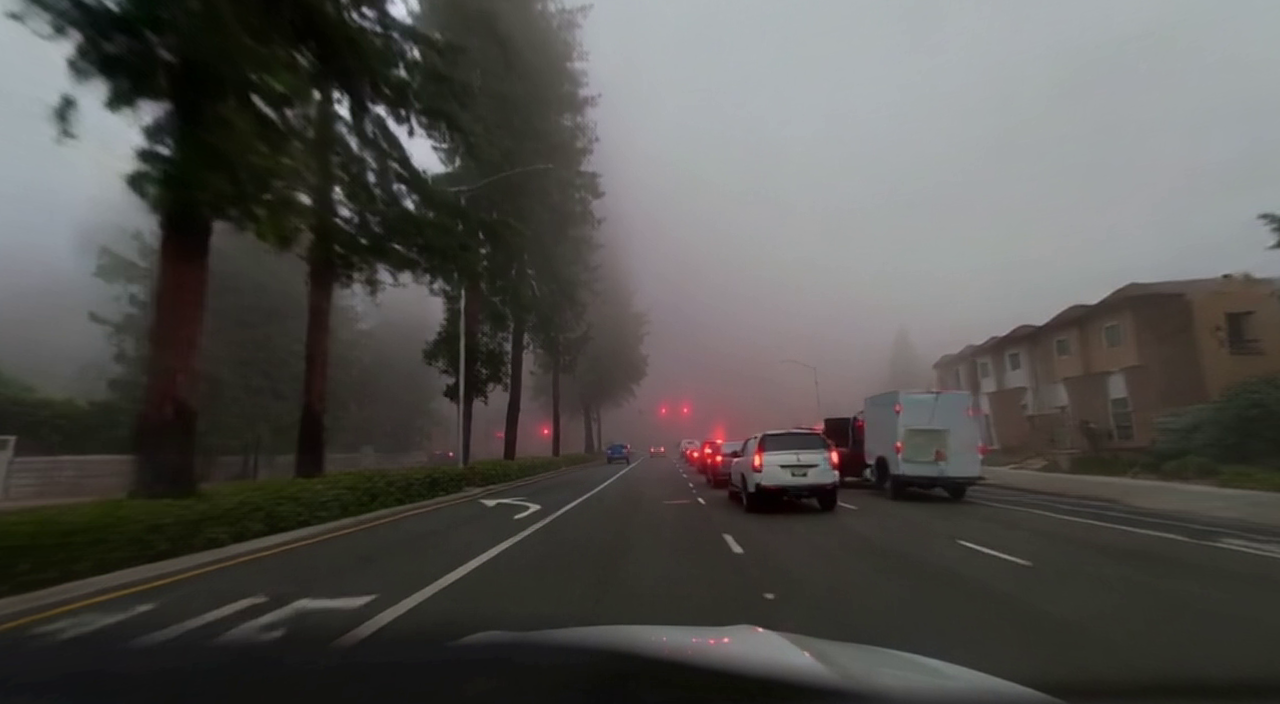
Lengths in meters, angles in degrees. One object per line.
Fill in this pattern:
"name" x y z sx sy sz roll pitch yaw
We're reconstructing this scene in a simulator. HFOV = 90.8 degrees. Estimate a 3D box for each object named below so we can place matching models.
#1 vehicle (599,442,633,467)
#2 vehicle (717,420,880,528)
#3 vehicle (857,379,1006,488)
"vehicle" -1.695 7.437 45.917 2.083 1.691 4.398 -1 -9 3
"vehicle" 2.786 2.274 12.315 2.052 1.693 4.554 0 -9 1
"vehicle" 6.869 2.013 15.375 1.933 2.309 3.468 -1 -9 1
